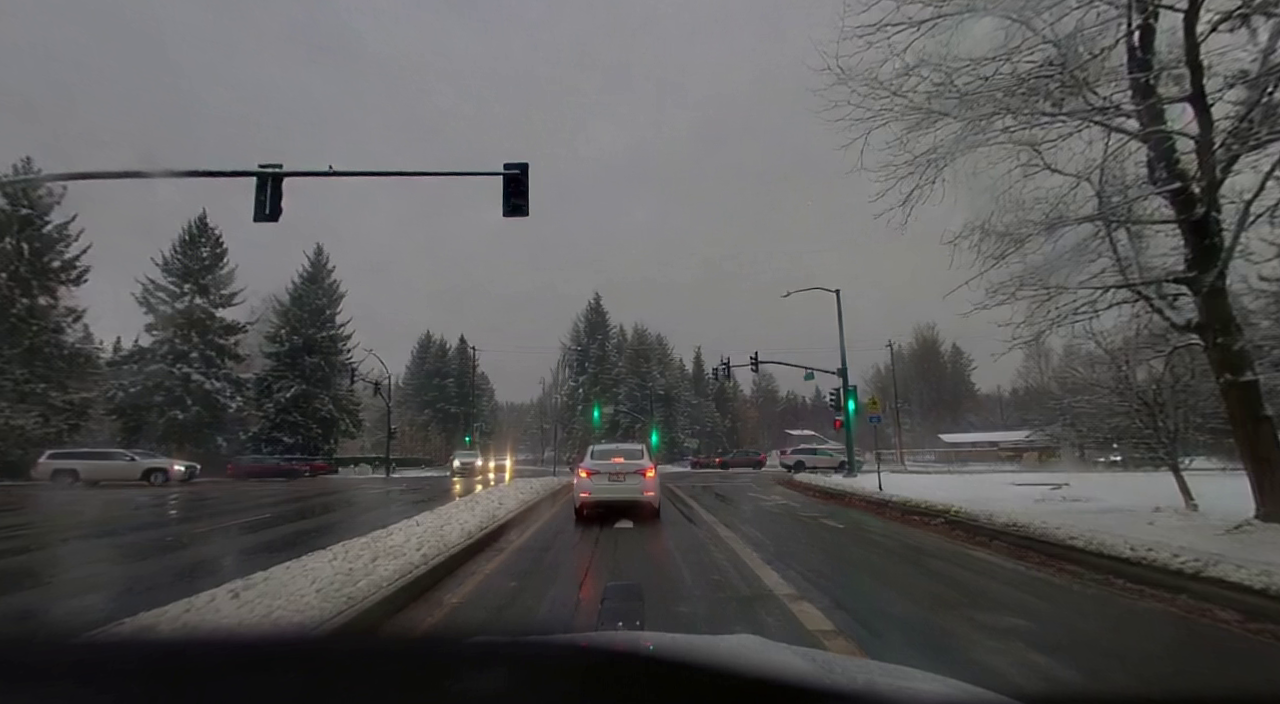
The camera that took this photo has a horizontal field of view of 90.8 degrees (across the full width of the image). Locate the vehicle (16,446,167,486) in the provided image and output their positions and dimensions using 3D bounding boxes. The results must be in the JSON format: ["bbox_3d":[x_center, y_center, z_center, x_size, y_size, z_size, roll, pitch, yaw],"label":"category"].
[{"bbox_3d":[-25.690,5.339,29.780,4.877,1.754,1.978,2,-9,-13],"label":"vehicle"}]

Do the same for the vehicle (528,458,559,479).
[{"bbox_3d":[-7.299,8.819,48.117,2.077,1.449,4.838,1,-9,-5],"label":"vehicle"}]

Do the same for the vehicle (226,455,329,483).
[{"bbox_3d":[-19.972,6.471,35.021,4.548,1.449,1.802,2,-9,-13],"label":"vehicle"}]

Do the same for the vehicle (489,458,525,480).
[{"bbox_3d":[-10.306,9.103,49.398,2.078,1.534,4.646,1,-9,-3],"label":"vehicle"}]

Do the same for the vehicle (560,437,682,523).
[{"bbox_3d":[-0.350,2.535,13.115,2.112,1.479,4.264,0,-9,-1],"label":"vehicle"}]

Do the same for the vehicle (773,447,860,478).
[{"bbox_3d":[9.449,5.849,33.693,4.601,1.485,1.929,6,-10,-34],"label":"vehicle"}]

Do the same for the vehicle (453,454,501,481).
[{"bbox_3d":[-9.498,6.731,37.118,2.073,1.459,4.495,1,-9,-6],"label":"vehicle"}]
